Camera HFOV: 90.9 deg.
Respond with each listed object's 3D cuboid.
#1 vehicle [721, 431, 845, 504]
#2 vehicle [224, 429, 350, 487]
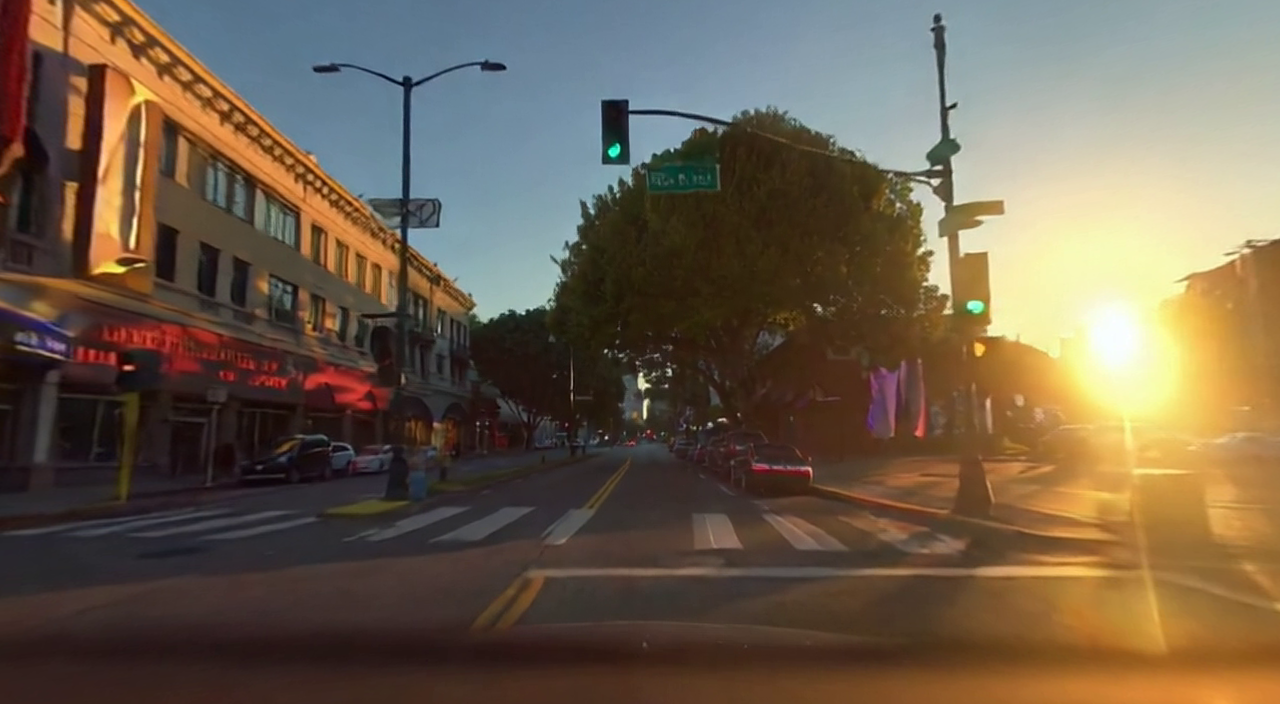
[{"bbox_3d":[3.422,2.846,16.088,2.120,1.560,4.402,0,-8,0],"label":"vehicle"},{"bbox_3d":[-12.396,3.632,22.048,4.447,1.790,2.206,-7,-10,38],"label":"vehicle"}]
